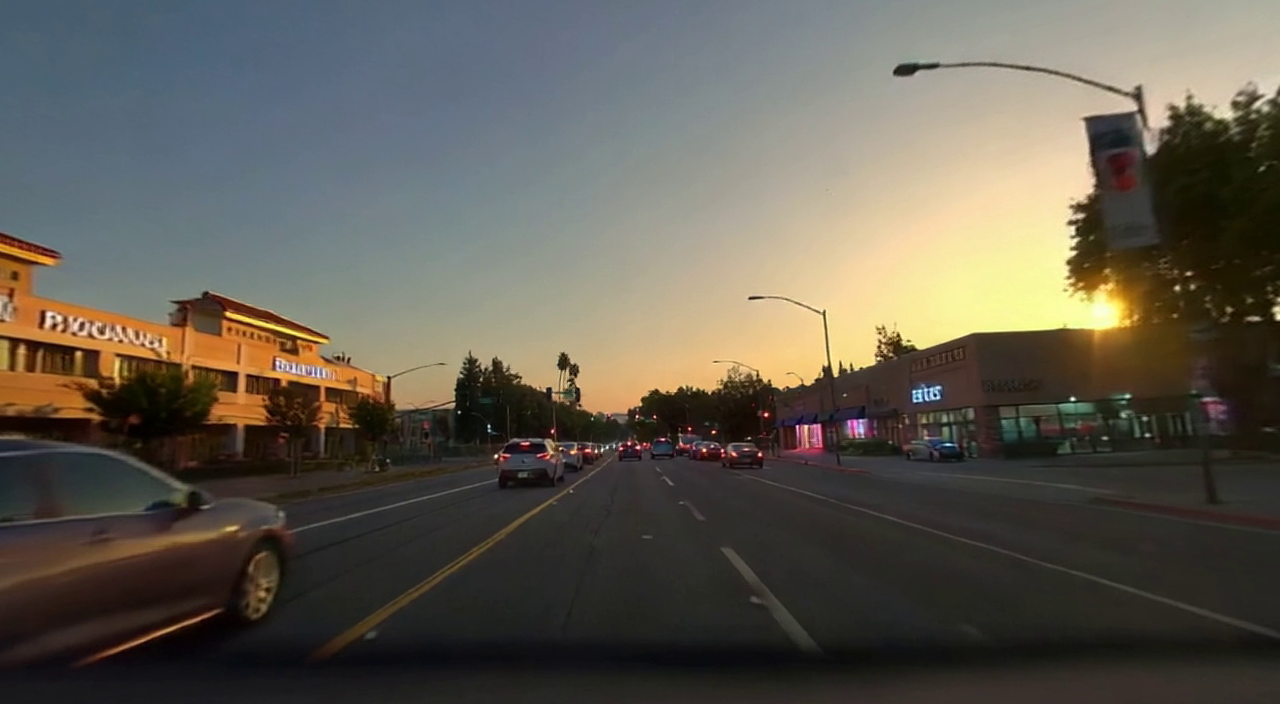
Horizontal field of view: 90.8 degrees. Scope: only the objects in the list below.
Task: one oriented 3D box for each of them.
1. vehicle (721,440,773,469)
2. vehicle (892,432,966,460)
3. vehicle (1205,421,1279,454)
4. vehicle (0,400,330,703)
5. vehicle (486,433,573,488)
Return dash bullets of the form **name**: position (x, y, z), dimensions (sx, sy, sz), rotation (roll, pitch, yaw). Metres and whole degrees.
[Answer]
- **vehicle**: position (5.755, 5.558, 34.504), dimensions (2.017, 1.453, 4.497), rotation (-1, -8, -1)
- **vehicle**: position (16.231, 5.333, 35.789), dimensions (1.819, 1.457, 4.680), rotation (0, -8, -2)
- **vehicle**: position (30.707, 4.141, 30.803), dimensions (4.181, 1.491, 1.706), rotation (-6, -10, 23)
- **vehicle**: position (-3.653, 1.020, 2.933), dimensions (2.097, 1.497, 4.571), rotation (-1, -8, 0)
- **vehicle**: position (-3.630, 3.667, 21.617), dimensions (2.143, 1.643, 4.336), rotation (-1, -8, 1)
